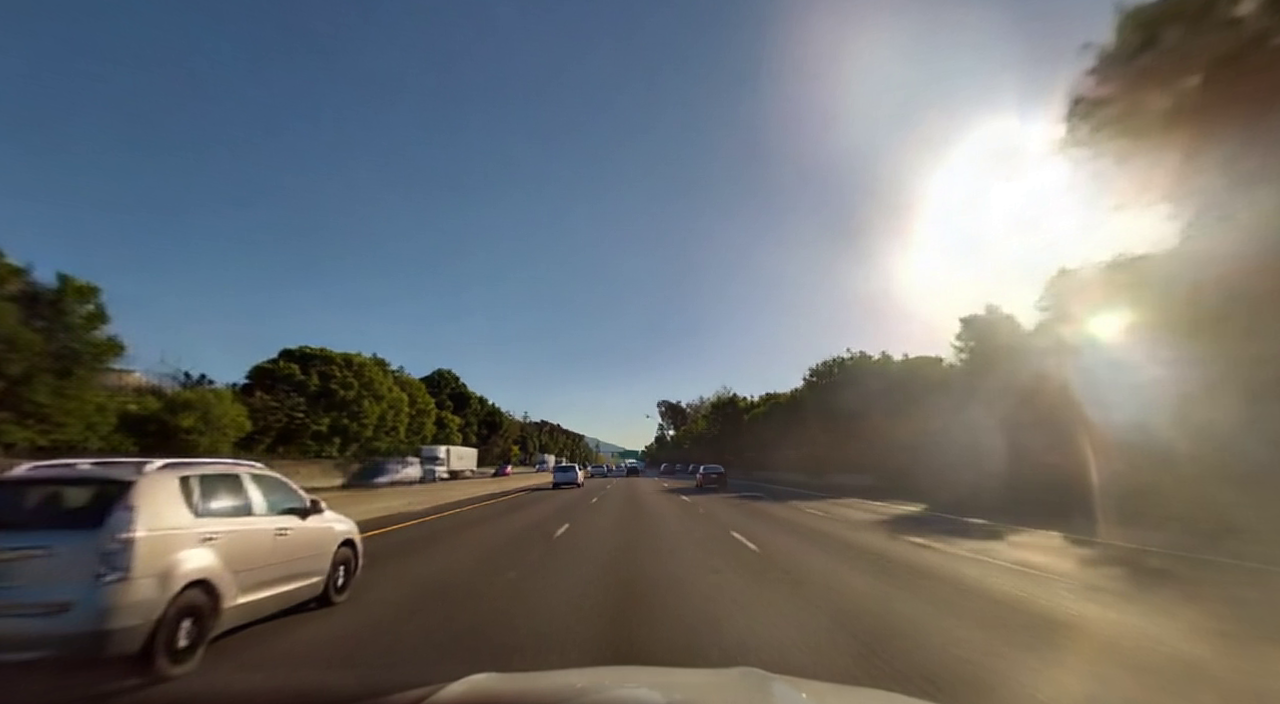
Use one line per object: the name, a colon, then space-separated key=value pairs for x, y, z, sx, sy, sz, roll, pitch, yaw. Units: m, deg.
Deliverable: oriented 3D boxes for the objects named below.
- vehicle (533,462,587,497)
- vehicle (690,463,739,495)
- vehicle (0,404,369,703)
vehicle: x=-3.624 y=5.894 z=29.330 sx=2.000 sy=1.484 sz=3.995 roll=1 pitch=-11 yaw=-1
vehicle: x=3.746 y=6.456 z=32.204 sx=1.981 sy=1.516 sz=4.109 roll=1 pitch=-11 yaw=0
vehicle: x=-3.552 y=1.118 z=3.425 sx=2.004 sy=1.468 sz=4.812 roll=0 pitch=-11 yaw=0
